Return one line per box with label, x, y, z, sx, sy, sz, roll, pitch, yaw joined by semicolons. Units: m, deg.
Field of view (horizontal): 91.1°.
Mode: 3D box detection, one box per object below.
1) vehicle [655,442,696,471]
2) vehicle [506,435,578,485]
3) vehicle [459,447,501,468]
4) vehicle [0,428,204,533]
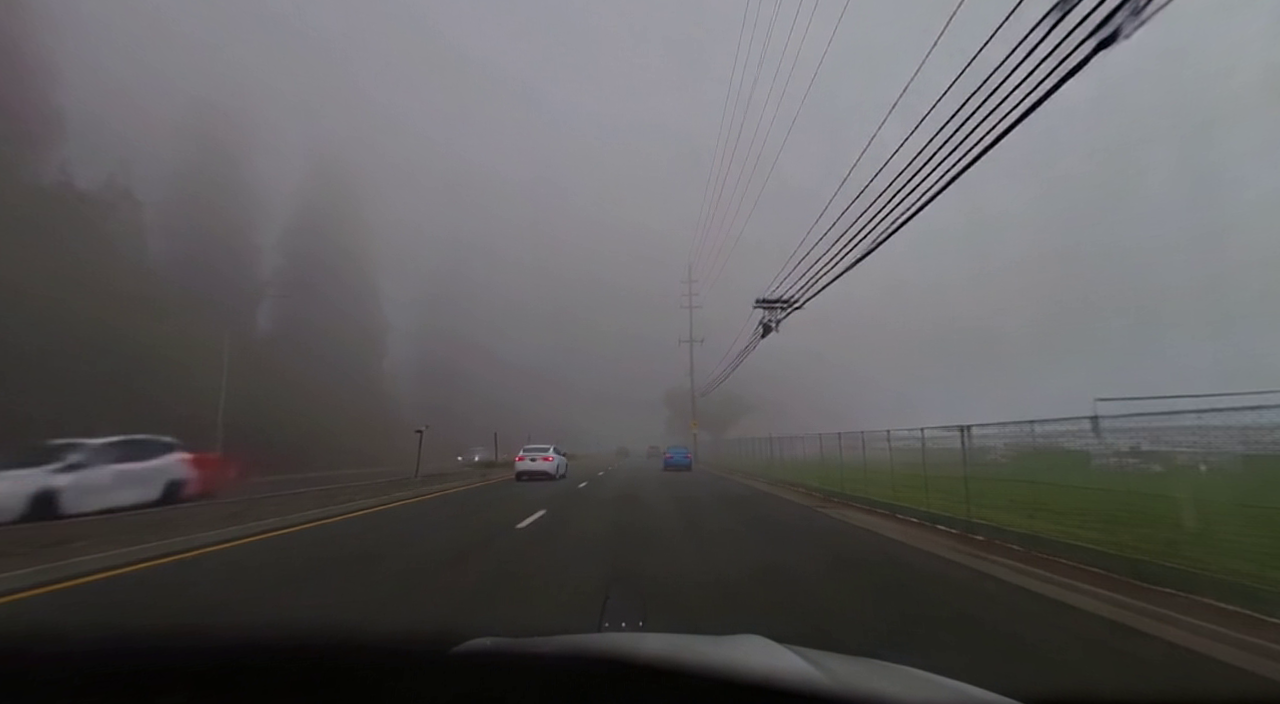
vehicle;1.900;5.779;34.809;2.059;1.486;3.980;0;-8;0
vehicle;-3.619;4.064;23.962;1.950;1.692;4.397;-1;-8;1
vehicle;-12.587;8.277;49.626;2.028;1.534;4.589;-1;-8;1
vehicle;-12.188;2.599;13.304;2.090;1.815;5.244;0;-8;0
